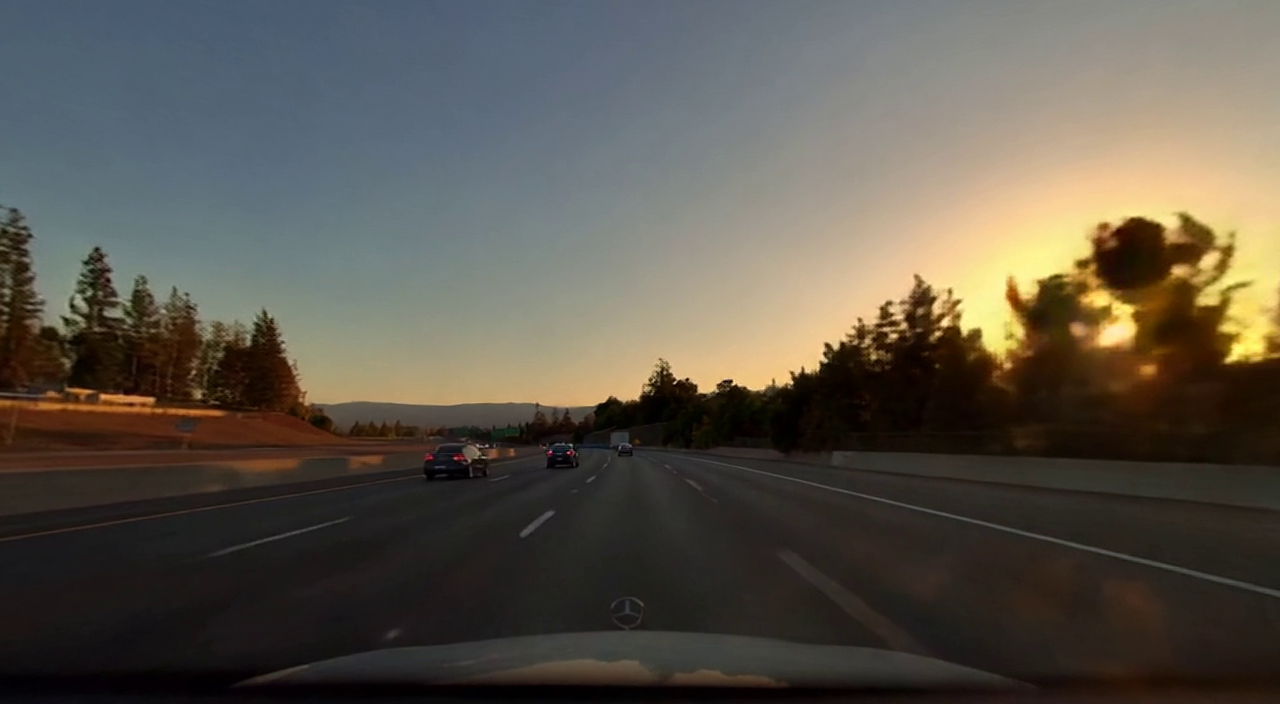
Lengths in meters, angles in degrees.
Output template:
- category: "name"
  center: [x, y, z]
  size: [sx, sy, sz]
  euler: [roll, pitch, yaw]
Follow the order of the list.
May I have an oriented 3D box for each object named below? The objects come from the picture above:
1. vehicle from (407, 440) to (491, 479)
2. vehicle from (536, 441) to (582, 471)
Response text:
- category: "vehicle"
  center: [-7.767, 4.403, 26.143]
  size: [2.038, 1.463, 4.656]
  euler: [0, -8, 0]
- category: "vehicle"
  center: [-4.163, 5.420, 32.996]
  size: [1.936, 1.465, 4.060]
  euler: [0, -8, 0]
